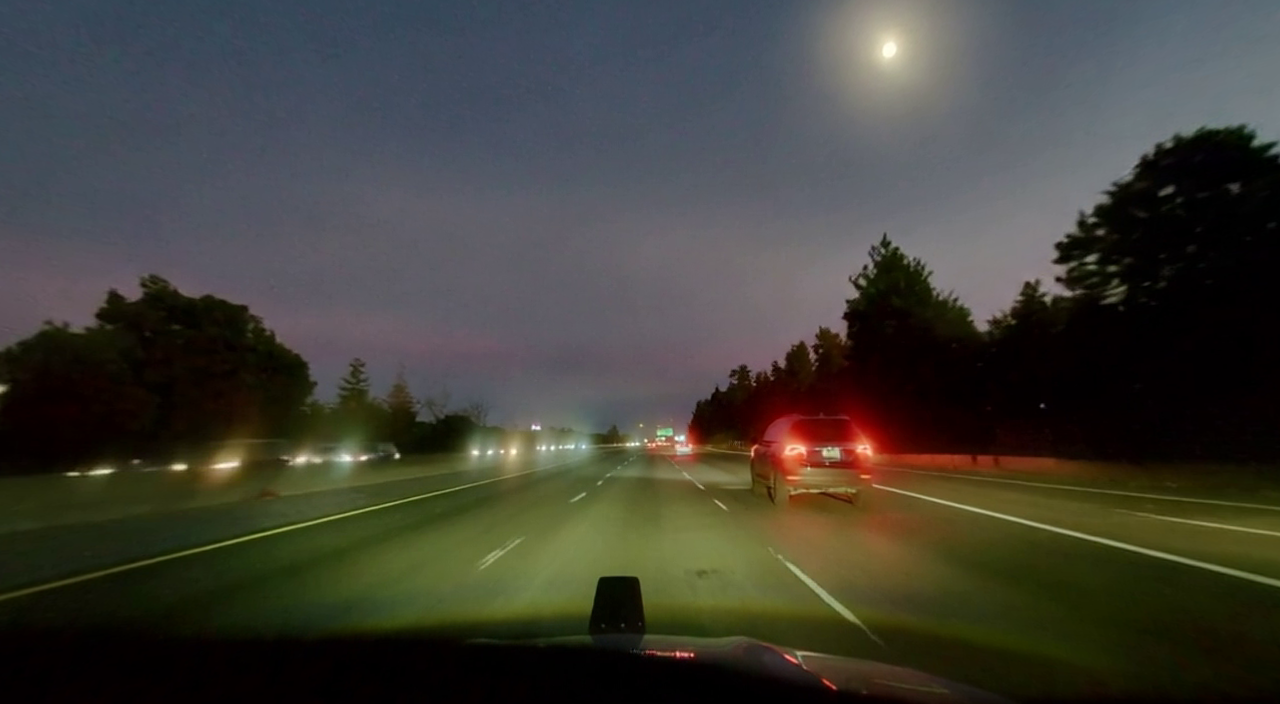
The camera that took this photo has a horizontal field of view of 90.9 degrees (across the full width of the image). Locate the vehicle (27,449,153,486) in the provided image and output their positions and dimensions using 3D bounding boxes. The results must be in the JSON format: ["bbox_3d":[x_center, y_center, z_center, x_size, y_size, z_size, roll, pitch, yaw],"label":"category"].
[{"bbox_3d":[-24.506,5.127,28.326,1.759,1.476,4.250,0,-8,1],"label":"vehicle"}]

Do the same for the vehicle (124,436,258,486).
[{"bbox_3d":[-17.550,4.269,24.998,1.914,1.766,4.501,-1,-8,1],"label":"vehicle"}]

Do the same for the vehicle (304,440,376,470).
[{"bbox_3d":[-19.059,6.540,40.353,2.094,1.790,4.848,-1,-8,3],"label":"vehicle"}]

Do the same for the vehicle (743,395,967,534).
[{"bbox_3d":[3.540,2.021,11.912,2.218,1.964,5.662,0,-8,0],"label":"vehicle"}]
